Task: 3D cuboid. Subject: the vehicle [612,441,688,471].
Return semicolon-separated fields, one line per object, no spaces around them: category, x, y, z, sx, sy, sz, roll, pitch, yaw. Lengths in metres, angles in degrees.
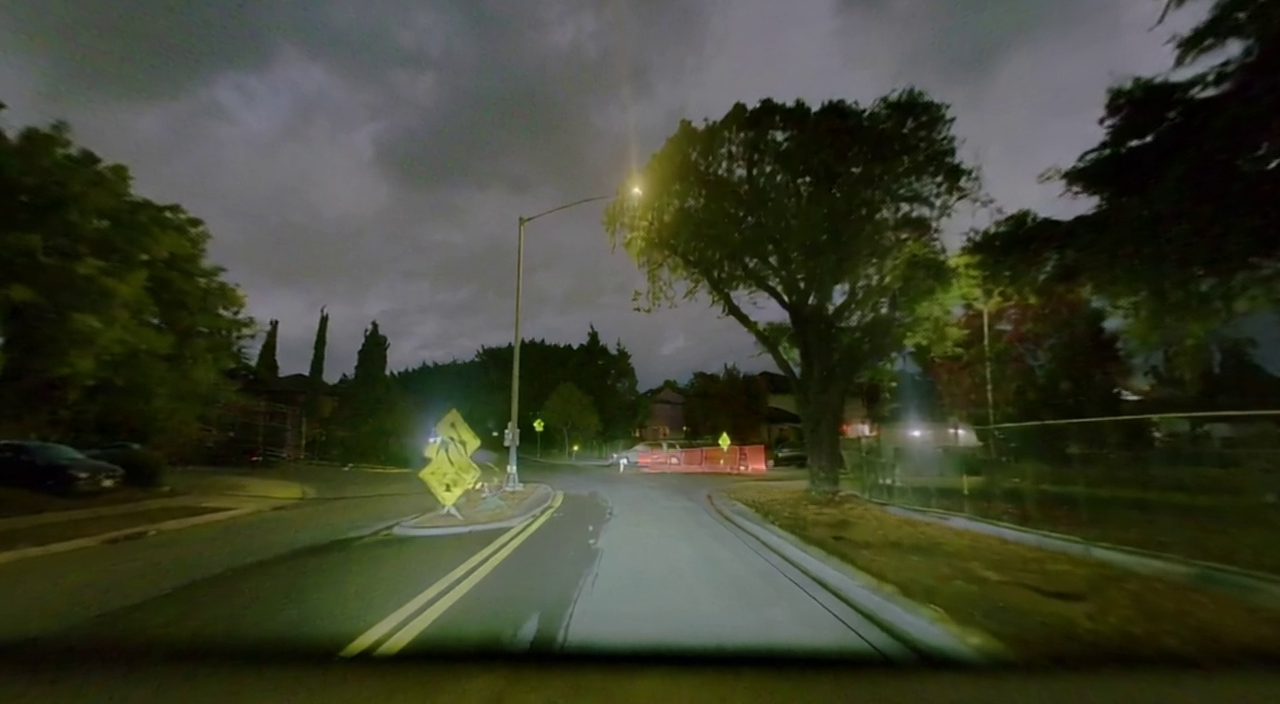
vehicle;0.505;5.616;34.268;3.772;1.531;1.949;1;-9;-10

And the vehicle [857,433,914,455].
vehicle;19.286;7.235;49.513;4.073;1.482;1.825;1;-10;-28

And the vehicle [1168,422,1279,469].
vehicle;32.806;5.216;35.305;4.274;2.476;2.103;-1;-8;5

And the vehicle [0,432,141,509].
vehicle;-14.277;2.757;14.764;1.871;1.568;4.420;-1;-9;-6

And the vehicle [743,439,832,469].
vehicle;8.125;5.664;35.037;4.378;1.543;2.080;0;-9;-1

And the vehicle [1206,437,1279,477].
vehicle;25.319;4.175;25.282;1.888;1.485;4.798;-3;-9;17

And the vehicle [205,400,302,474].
vehicle;-20.538;4.457;33.862;2.438;3.594;5.582;2;-6;-11

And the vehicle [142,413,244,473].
vehicle;-23.237;4.775;33.053;2.207;2.862;4.908;1;-9;-9
